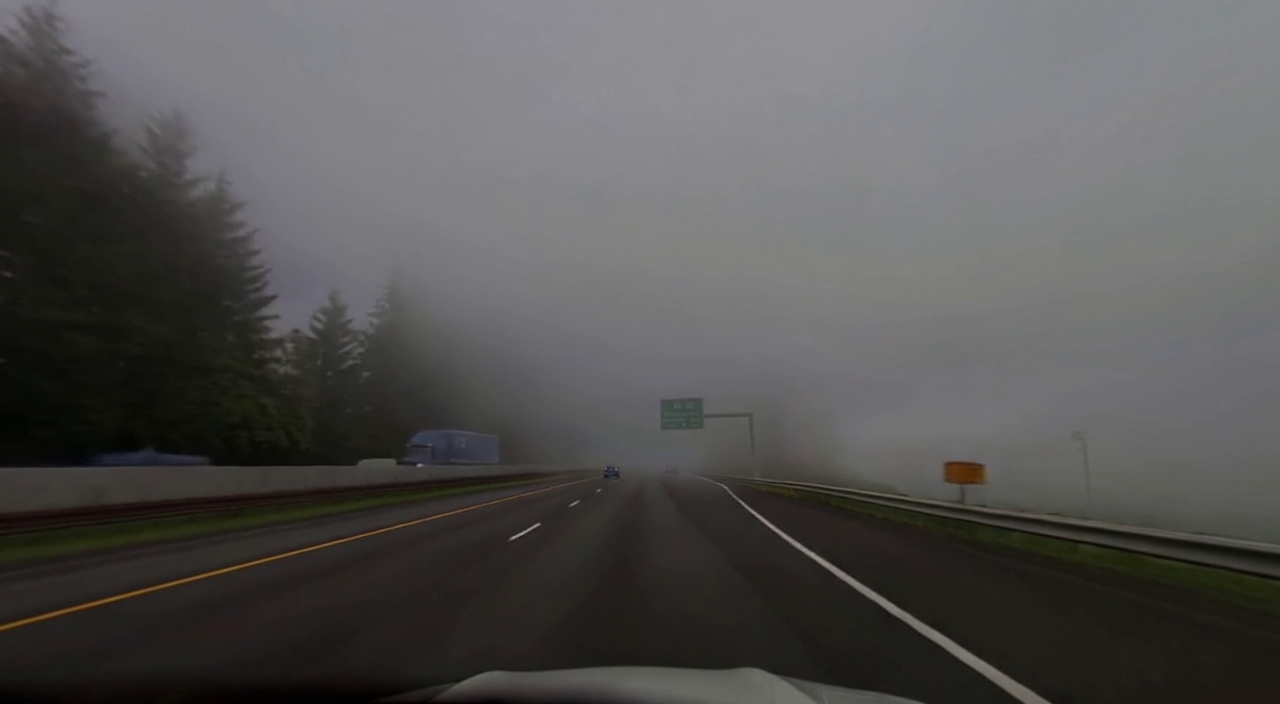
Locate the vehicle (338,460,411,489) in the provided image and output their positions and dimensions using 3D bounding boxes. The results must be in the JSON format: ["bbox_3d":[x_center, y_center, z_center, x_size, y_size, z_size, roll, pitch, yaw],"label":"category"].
[{"bbox_3d":[-14.125,6.553,33.836,1.820,1.420,4.348,0,-10,3],"label":"vehicle"}]
